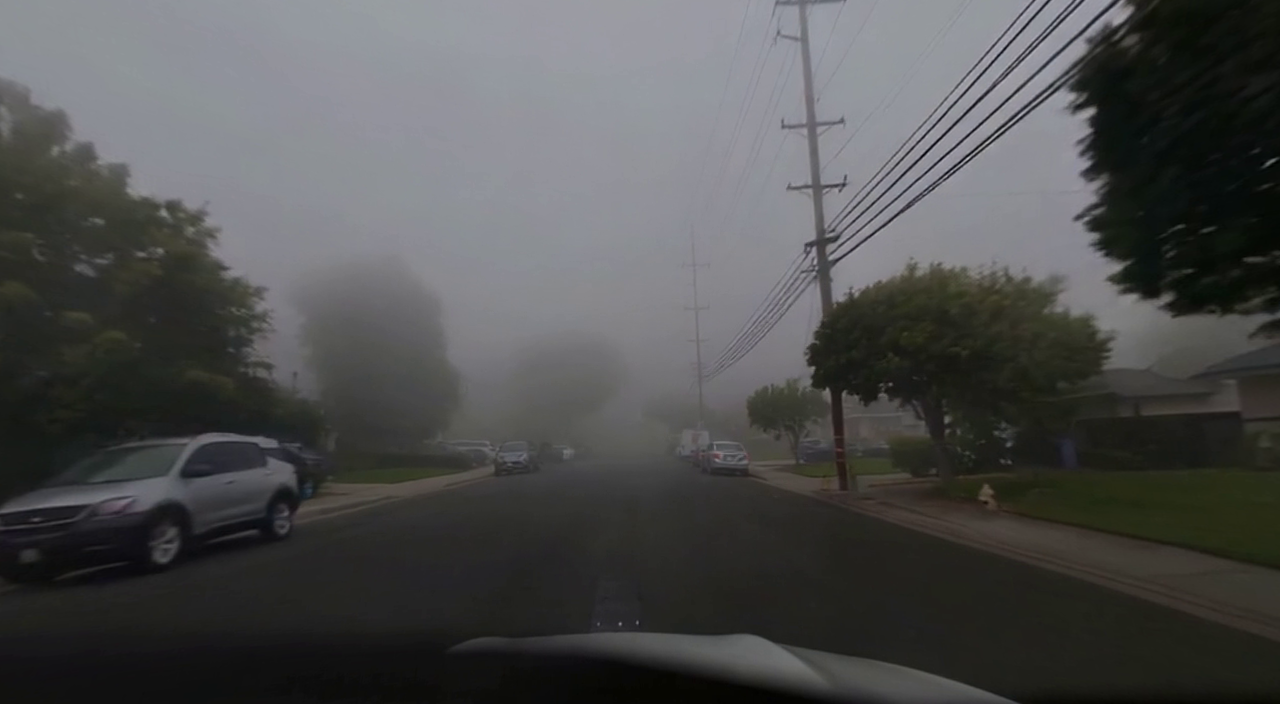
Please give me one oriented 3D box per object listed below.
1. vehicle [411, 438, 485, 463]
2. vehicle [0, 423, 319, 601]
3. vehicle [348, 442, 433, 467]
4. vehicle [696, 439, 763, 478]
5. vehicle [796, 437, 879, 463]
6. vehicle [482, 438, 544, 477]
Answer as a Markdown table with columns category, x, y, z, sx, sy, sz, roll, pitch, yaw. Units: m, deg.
| category | x | y | z | sx | sy | sz | roll | pitch | yaw |
| --- | --- | --- | --- | --- | --- | --- | --- | --- | --- |
| vehicle | -13.328 | 6.885 | 43.983 | 4.528 | 1.713 | 1.947 | 0 | -8 | -1 |
| vehicle | -6.257 | 1.814 | 8.113 | 2.012 | 1.639 | 4.310 | -1 | -8 | -1 |
| vehicle | -15.342 | 6.326 | 38.837 | 4.388 | 1.466 | 2.008 | 0 | -8 | -1 |
| vehicle | 3.718 | 4.513 | 27.059 | 2.112 | 1.528 | 4.944 | 0 | -8 | -1 |
| vehicle | 12.482 | 6.225 | 40.004 | 4.606 | 1.484 | 2.042 | 1 | -10 | 1 |
| vehicle | -6.130 | 5.113 | 30.908 | 1.989 | 1.693 | 4.292 | -1 | -8 | 2 |
